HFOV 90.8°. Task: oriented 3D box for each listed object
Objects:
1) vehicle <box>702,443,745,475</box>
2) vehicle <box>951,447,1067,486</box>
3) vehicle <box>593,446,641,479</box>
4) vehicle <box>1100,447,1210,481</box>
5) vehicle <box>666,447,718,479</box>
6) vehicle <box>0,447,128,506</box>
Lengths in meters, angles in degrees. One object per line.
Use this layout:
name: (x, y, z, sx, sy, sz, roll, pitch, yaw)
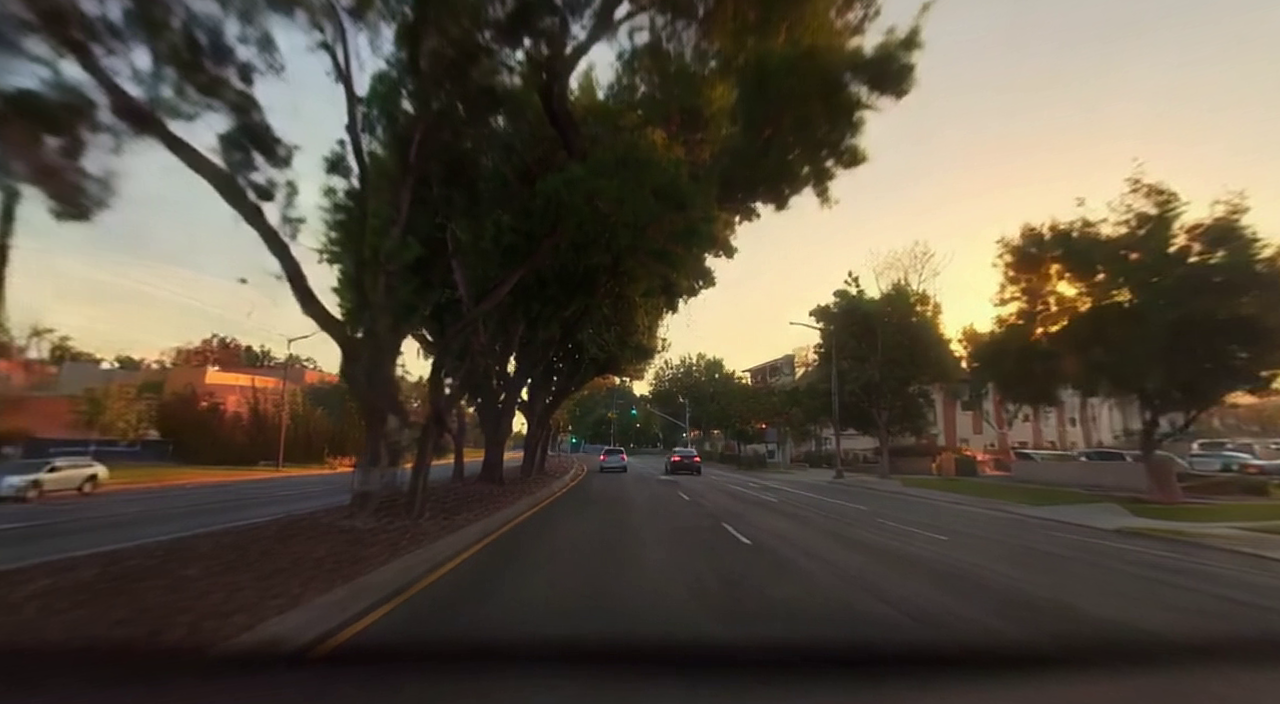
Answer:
vehicle: (5.549, 7.169, 42.627, 2.052, 1.990, 4.736, 0, -9, -3)
vehicle: (20.022, 6.177, 34.558, 2.150, 1.966, 5.027, 4, -9, -23)
vehicle: (-1.126, 5.153, 29.759, 2.101, 1.444, 4.248, 0, -9, -3)
vehicle: (31.981, 6.899, 39.404, 1.956, 1.955, 4.773, 4, -10, -28)
vehicle: (2.562, 5.638, 32.397, 1.993, 1.477, 4.240, 0, -9, -4)
vehicle: (-19.644, 3.989, 20.714, 2.019, 1.687, 4.484, 0, -9, -2)
